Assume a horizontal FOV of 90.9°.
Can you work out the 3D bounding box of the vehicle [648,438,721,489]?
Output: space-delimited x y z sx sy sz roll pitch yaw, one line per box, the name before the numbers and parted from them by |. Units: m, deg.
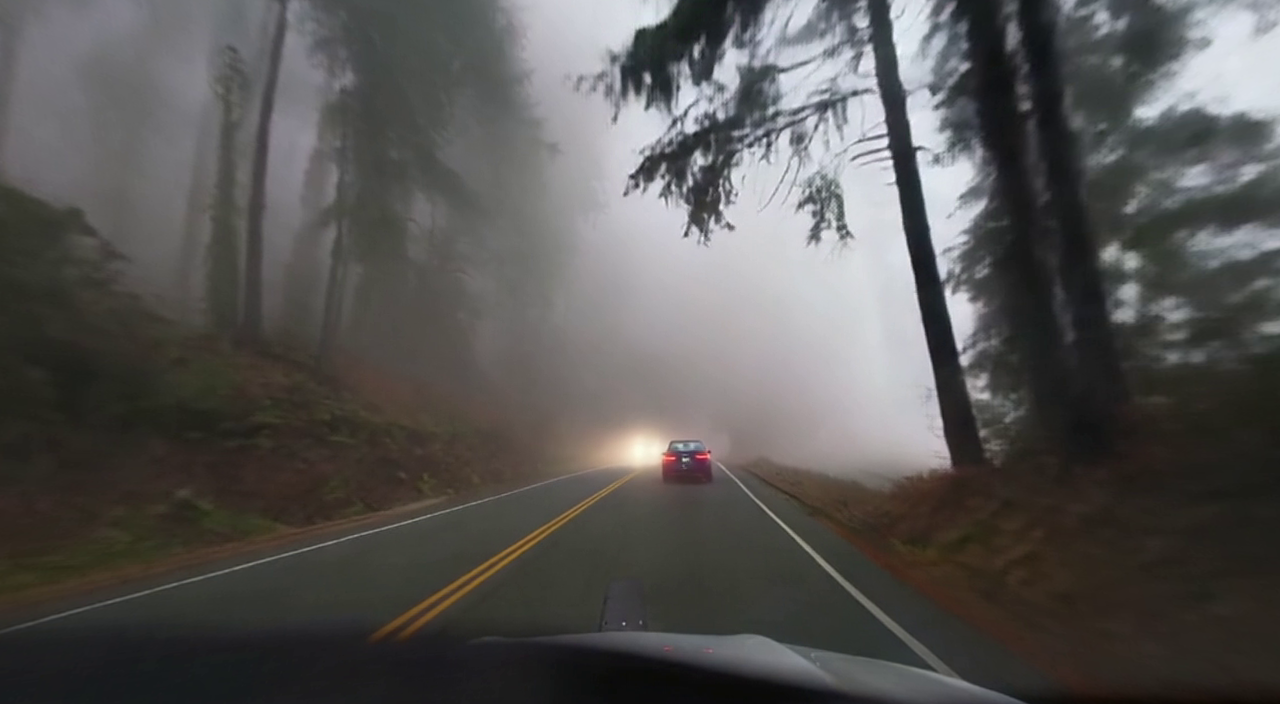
vehicle | 1.540 3.817 21.941 2.274 1.583 4.349 -1 -8 4
